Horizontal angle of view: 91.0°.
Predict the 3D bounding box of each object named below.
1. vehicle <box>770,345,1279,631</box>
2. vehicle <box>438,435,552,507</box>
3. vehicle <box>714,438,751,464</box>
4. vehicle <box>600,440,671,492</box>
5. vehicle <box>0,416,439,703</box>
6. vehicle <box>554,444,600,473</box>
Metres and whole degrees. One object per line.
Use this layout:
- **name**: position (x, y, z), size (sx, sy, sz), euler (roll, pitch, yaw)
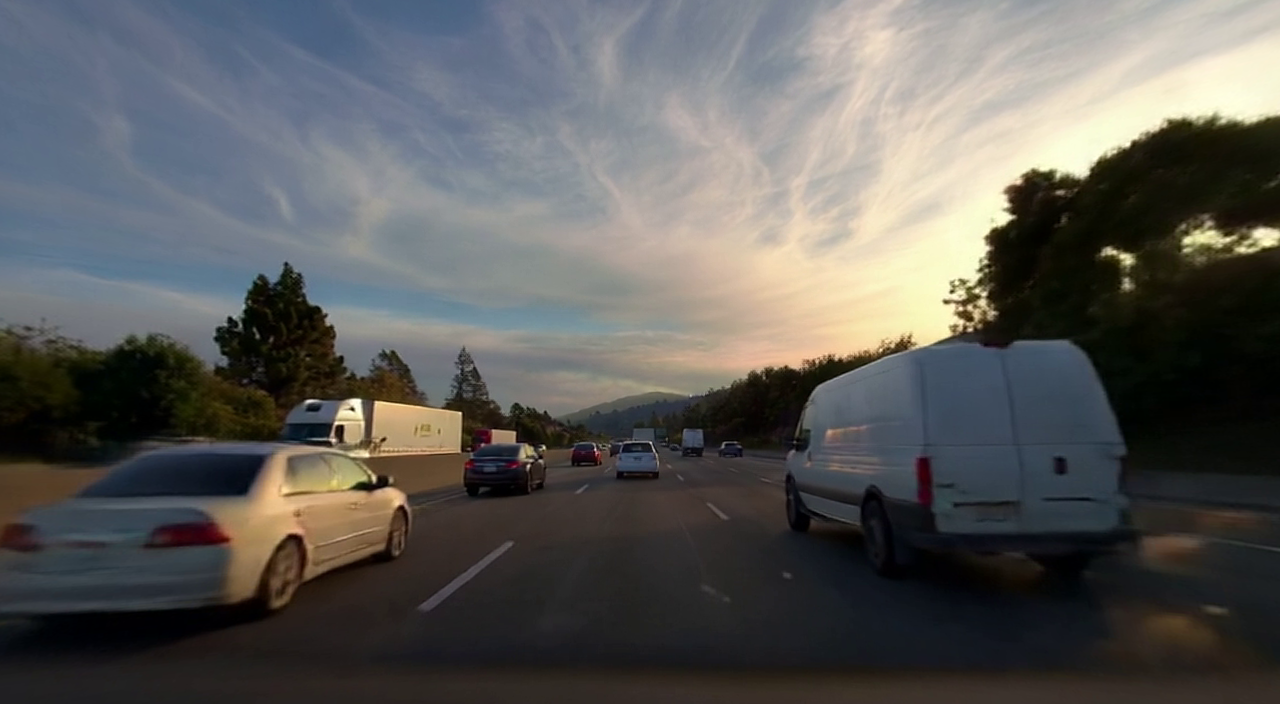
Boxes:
- **vehicle**: position (3.402, 1.403, 7.460), size (2.460, 2.086, 5.576), euler (0, -9, -1)
- **vehicle**: position (-3.586, 3.017, 16.408), size (1.956, 1.602, 4.258), euler (0, -9, 0)
- **vehicle**: position (6.690, 7.237, 46.048), size (1.992, 1.745, 4.329), euler (0, -9, -1)
- **vehicle**: position (-0.152, 3.595, 20.119), size (2.053, 1.461, 3.941), euler (0, -9, -1)
- **vehicle**: position (-3.579, 1.415, 5.510), size (2.098, 1.463, 4.578), euler (0, -9, 0)
- **vehicle**: position (-3.339, 5.770, 34.206), size (2.062, 1.459, 4.365), euler (0, -9, 0)
